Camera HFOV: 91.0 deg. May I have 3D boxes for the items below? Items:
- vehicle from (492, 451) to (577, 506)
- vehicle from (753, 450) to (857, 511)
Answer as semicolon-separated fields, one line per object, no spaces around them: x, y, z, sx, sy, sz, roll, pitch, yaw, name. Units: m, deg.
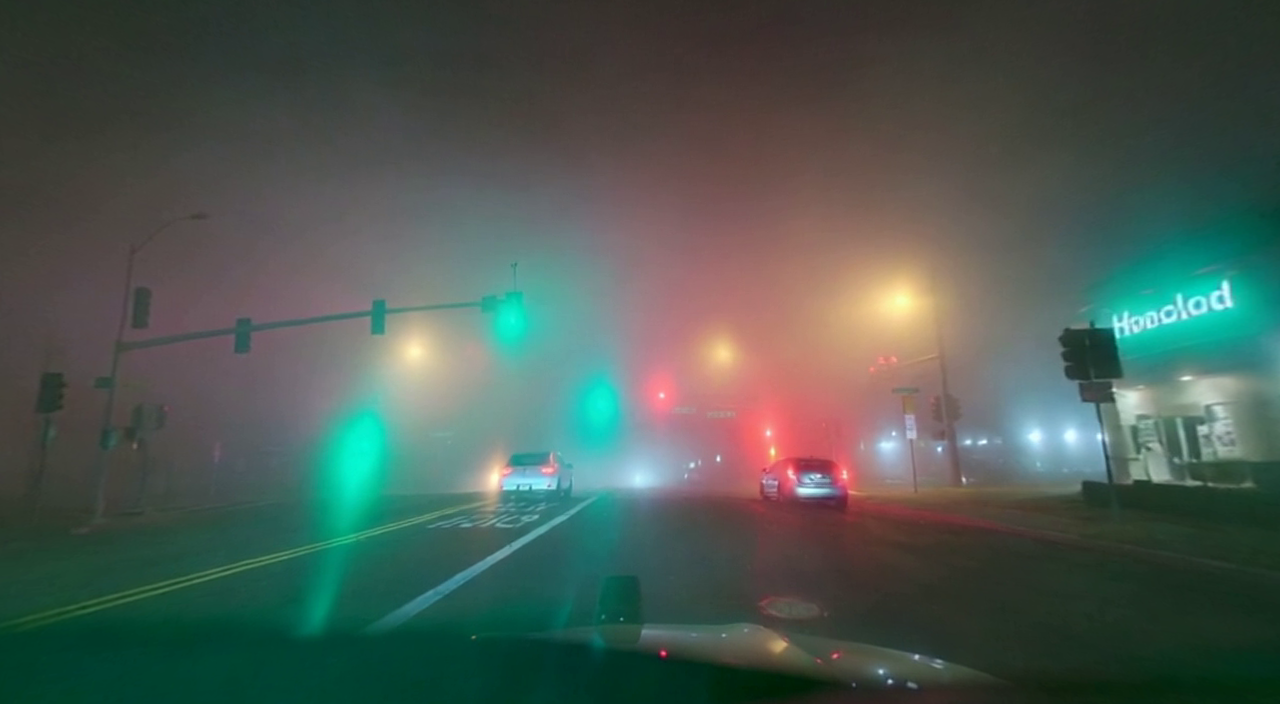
-3.340;4.146;20.814;1.947;1.627;4.248;0;-10;1;vehicle
4.983;3.988;19.771;2.039;1.655;4.495;0;-10;0;vehicle
